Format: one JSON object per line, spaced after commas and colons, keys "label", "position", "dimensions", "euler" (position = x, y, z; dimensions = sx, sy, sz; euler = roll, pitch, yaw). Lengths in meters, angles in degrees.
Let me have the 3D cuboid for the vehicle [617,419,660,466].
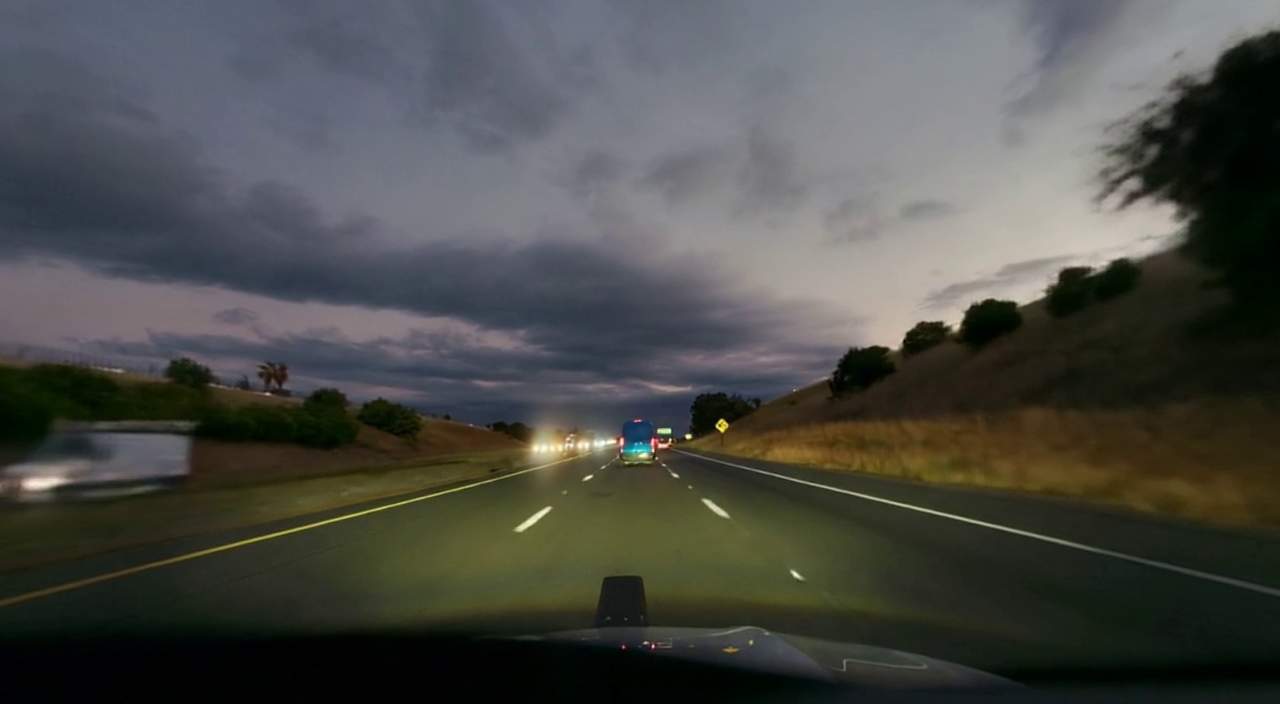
{"label": "vehicle", "position": [-0.102, 5.265, 36.544], "dimensions": [2.329, 2.483, 5.428], "euler": [0, -8, 0]}
